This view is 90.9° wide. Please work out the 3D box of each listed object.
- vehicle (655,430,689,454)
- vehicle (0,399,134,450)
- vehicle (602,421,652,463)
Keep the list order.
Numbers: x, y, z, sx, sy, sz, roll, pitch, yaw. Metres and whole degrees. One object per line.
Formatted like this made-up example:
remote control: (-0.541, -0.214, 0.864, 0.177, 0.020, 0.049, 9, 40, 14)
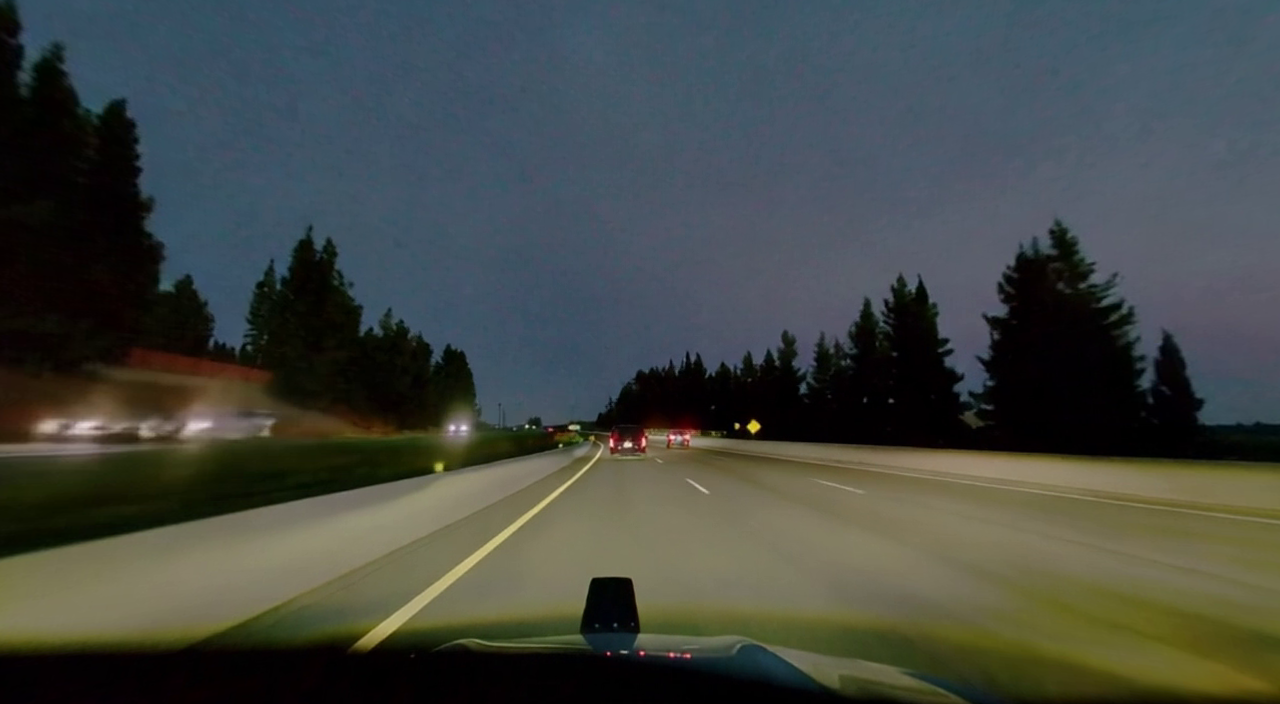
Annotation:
vehicle: (2.265, 6.504, 45.595, 1.996, 1.589, 3.715, 0, -8, -4)
vehicle: (-19.444, 2.443, 20.937, 1.966, 1.528, 3.953, 0, -8, -1)
vehicle: (-0.742, 4.687, 32.859, 2.403, 1.994, 4.683, 0, -8, -3)
